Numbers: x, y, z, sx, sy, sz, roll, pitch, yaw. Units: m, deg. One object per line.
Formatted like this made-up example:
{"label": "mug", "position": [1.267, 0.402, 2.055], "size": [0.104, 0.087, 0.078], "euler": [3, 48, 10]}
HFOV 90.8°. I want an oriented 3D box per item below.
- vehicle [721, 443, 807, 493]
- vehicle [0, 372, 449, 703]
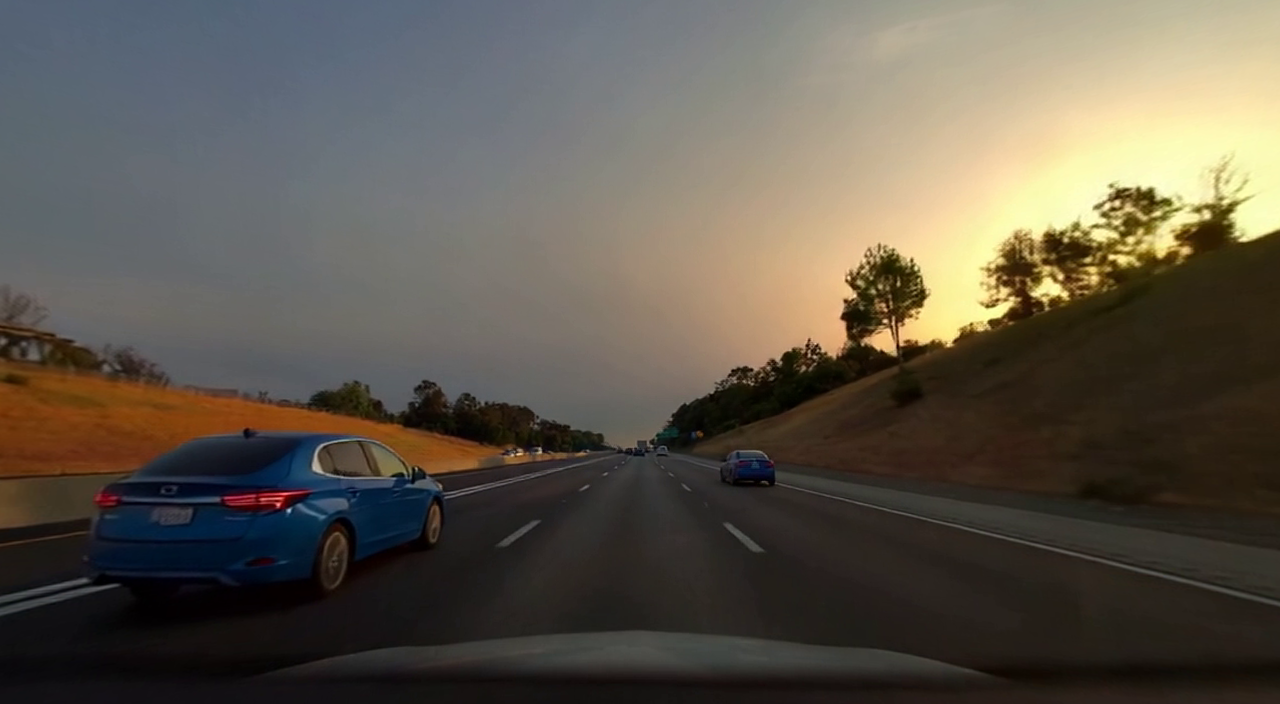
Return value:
{"label": "vehicle", "position": [3.951, 3.752, 20.757], "size": [1.967, 1.472, 3.751], "euler": [0, -9, -1]}
{"label": "vehicle", "position": [-3.335, 1.278, 4.956], "size": [2.277, 1.695, 4.475], "euler": [0, -9, 0]}
